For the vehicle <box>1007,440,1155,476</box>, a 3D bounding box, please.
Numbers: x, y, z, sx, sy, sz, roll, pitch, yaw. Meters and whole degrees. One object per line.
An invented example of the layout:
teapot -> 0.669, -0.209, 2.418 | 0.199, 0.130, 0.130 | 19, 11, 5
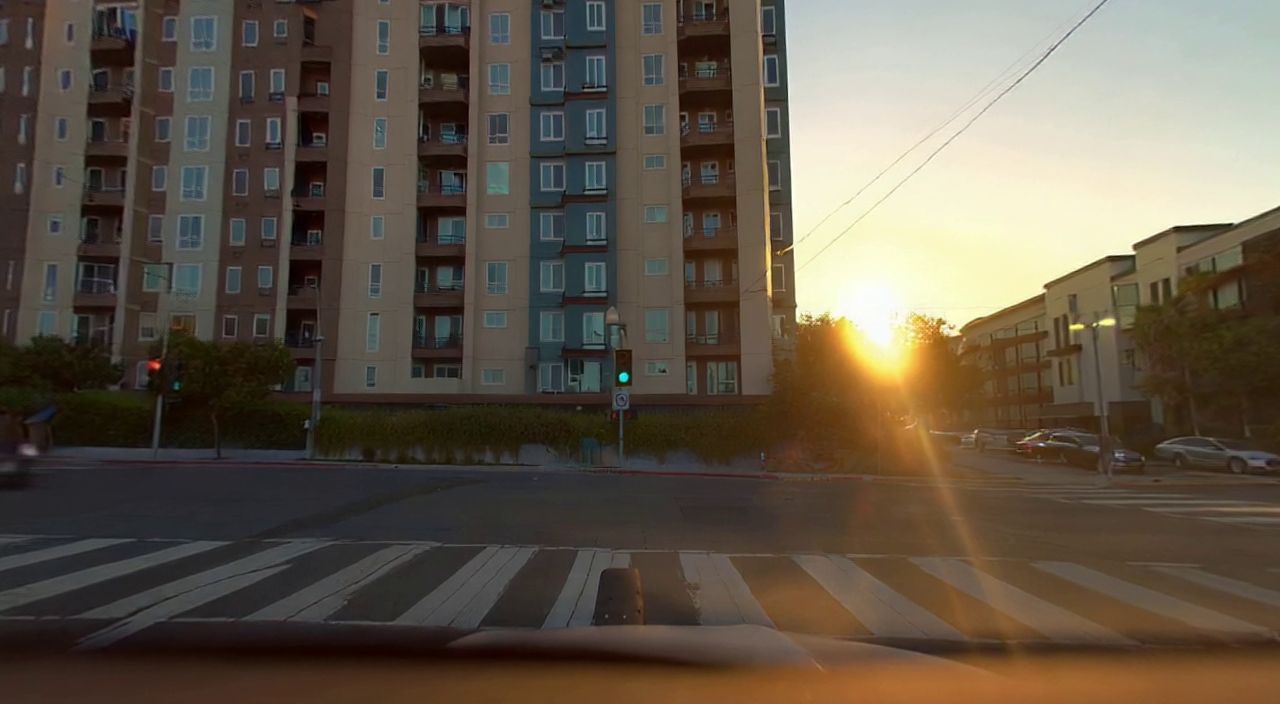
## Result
vehicle -> 18.551, 4.465, 26.697 | 4.823, 1.458, 1.914 | 0, -9, -1
